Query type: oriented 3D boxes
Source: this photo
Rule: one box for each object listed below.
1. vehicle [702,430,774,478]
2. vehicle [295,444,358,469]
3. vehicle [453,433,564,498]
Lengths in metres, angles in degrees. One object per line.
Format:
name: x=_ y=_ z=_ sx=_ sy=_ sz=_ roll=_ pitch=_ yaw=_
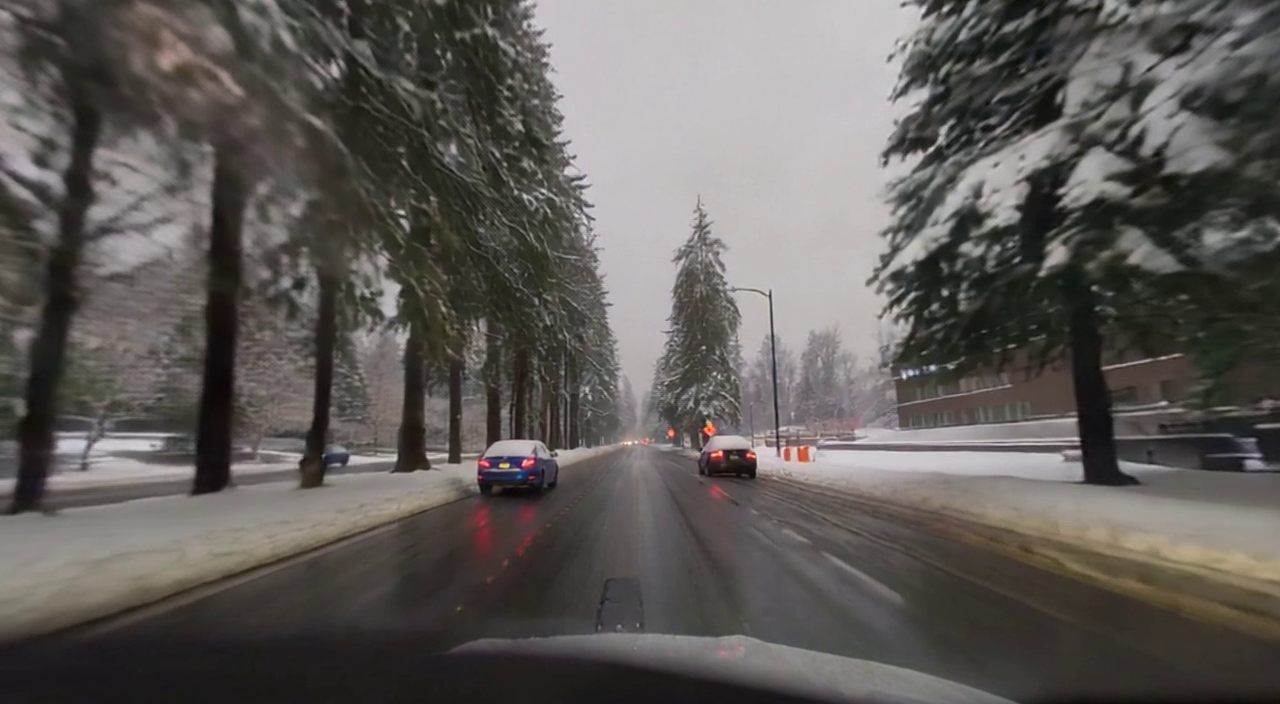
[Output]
vehicle: x=3.957 y=4.227 z=26.403 sx=2.159 sy=1.793 sz=4.735 roll=0 pitch=-8 yaw=-1
vehicle: x=-21.588 y=7.190 z=43.744 sx=1.958 sy=1.641 sz=4.663 roll=0 pitch=-9 yaw=1
vehicle: x=-3.247 y=2.896 z=16.511 sx=2.020 sy=1.474 sz=4.098 roll=0 pitch=-9 yaw=0
